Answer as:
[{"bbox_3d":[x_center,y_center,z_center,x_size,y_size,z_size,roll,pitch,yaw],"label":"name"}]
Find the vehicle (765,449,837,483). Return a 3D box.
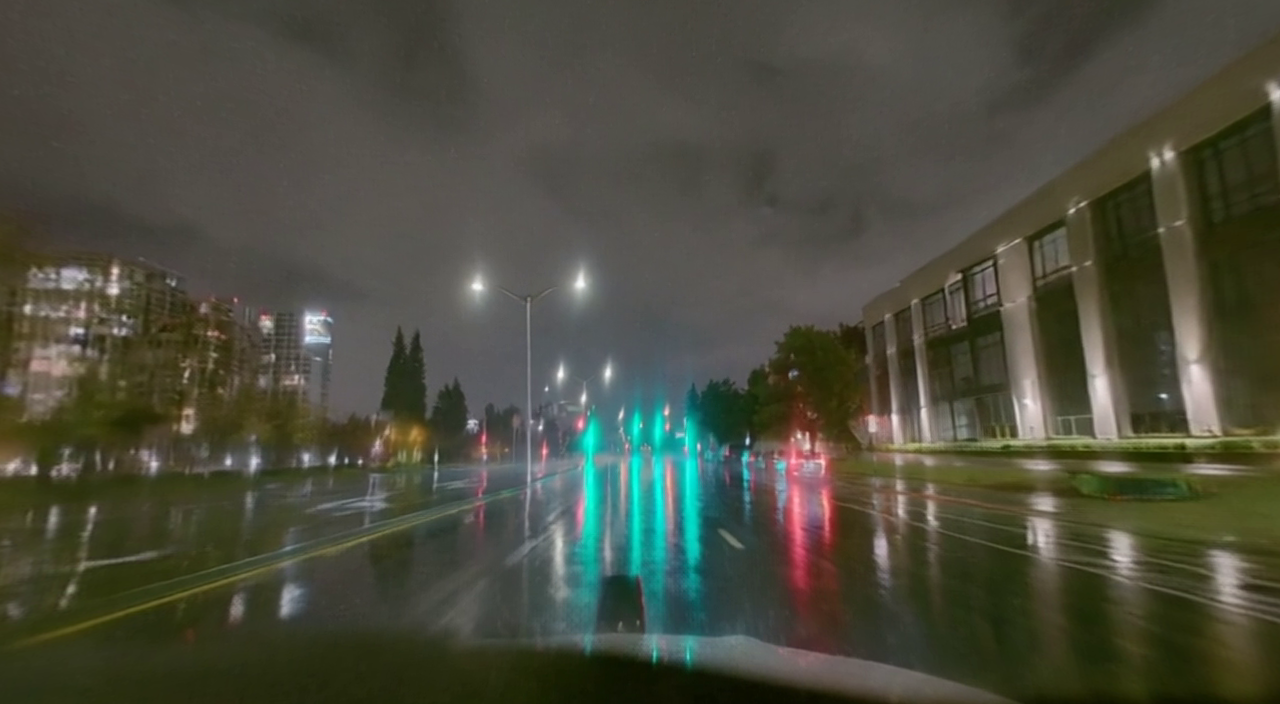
[{"bbox_3d":[7.575,5.400,30.214,2.066,1.451,4.783,0,-9,-2],"label":"vehicle"}]
